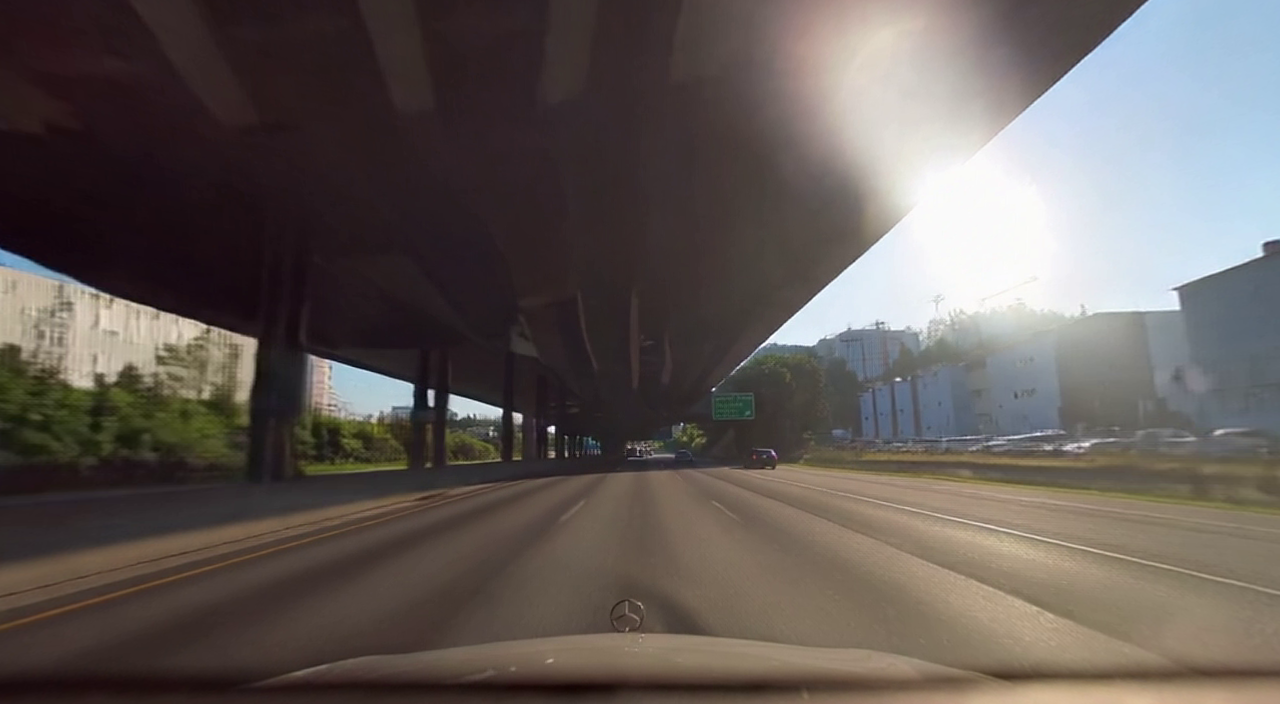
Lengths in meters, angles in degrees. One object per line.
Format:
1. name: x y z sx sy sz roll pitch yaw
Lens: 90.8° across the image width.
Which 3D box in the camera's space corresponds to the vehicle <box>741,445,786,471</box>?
1. vehicle: 7.537 6.518 38.882 1.923 1.516 3.815 0 -9 -1
